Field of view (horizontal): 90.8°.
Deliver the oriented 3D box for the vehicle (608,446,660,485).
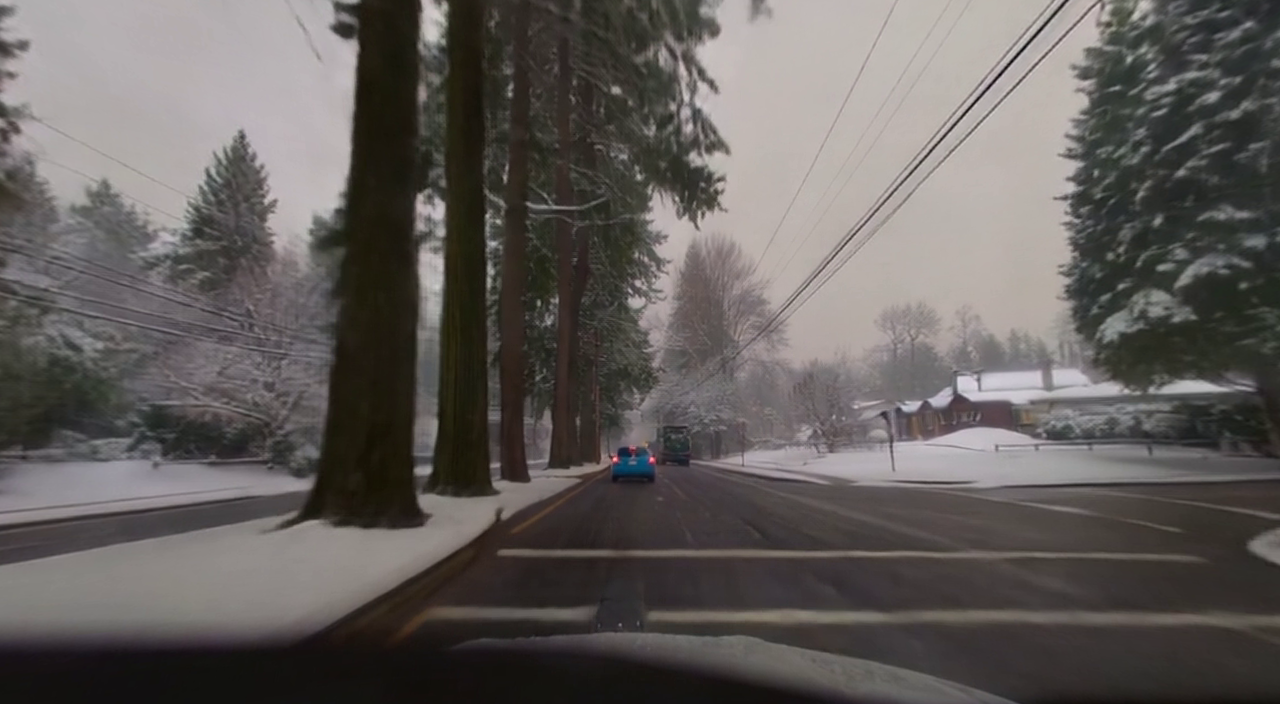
[{"bbox_3d":[-0.264,4.663,26.299,2.018,1.511,3.993,0,-8,-1],"label":"vehicle"}]
